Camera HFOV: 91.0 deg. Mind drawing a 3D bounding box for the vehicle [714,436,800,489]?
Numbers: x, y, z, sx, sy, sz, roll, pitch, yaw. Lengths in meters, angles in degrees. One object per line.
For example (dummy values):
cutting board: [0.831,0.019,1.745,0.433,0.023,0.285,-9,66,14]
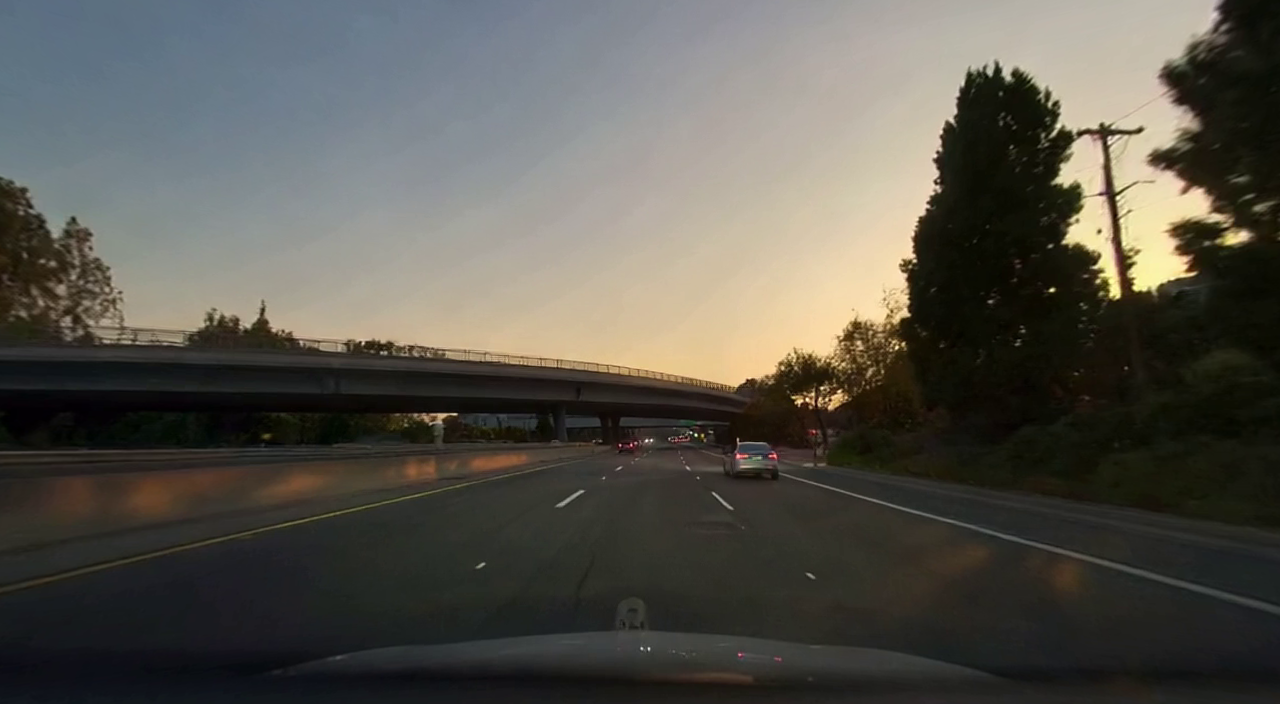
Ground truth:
vehicle: [3.880,3.773,21.767,2.085,1.594,4.848,0,-9,0]
